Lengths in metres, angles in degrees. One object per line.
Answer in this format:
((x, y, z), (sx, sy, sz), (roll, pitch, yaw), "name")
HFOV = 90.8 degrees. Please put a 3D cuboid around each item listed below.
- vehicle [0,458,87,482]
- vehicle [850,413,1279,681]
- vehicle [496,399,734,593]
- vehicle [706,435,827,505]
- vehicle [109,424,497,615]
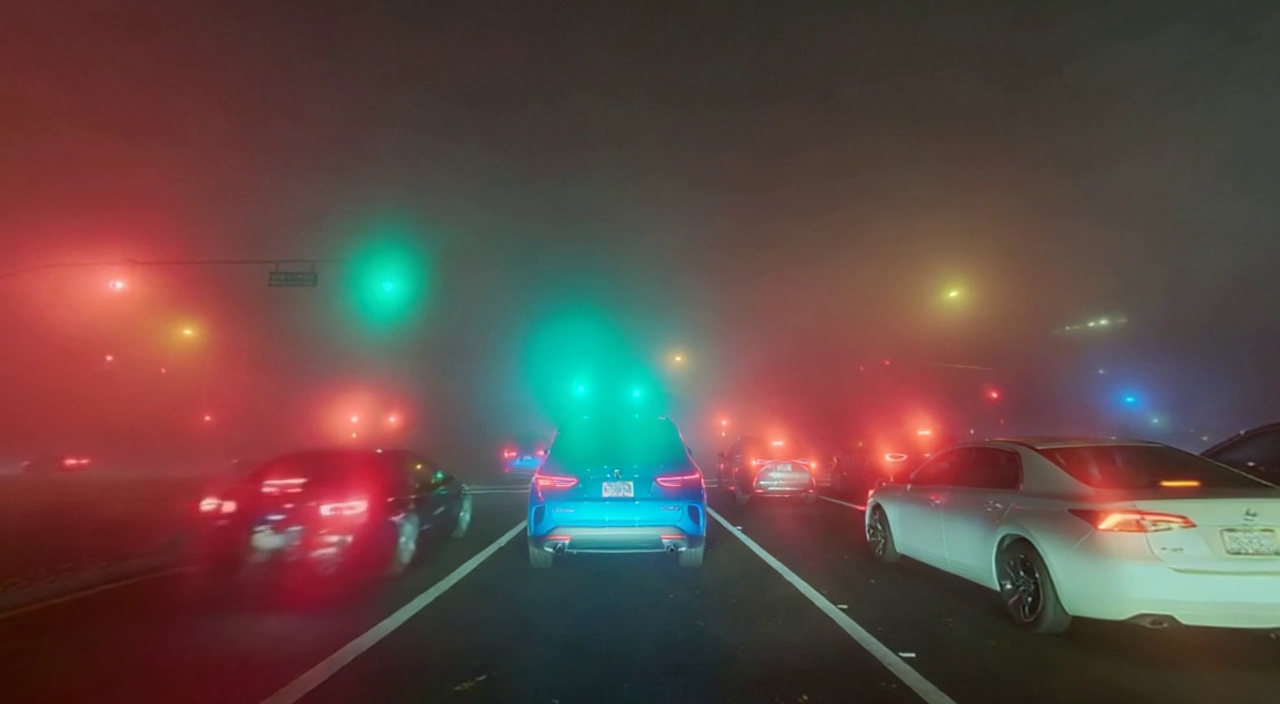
((-39.358, 7.700, 41.314), (4.369, 1.466, 1.791), (1, -9, -9), "vehicle")
((3.611, 1.395, 5.696), (1.861, 1.478, 4.185), (0, -8, -2), "vehicle")
((-0.279, 1.560, 7.629), (2.101, 1.707, 3.904), (0, -8, -2), "vehicle")
((2.972, 2.859, 15.779), (1.950, 1.506, 4.086), (0, -8, -3), "vehicle")
((-3.174, 1.658, 7.231), (2.077, 1.493, 4.281), (0, -9, 0), "vehicle")
